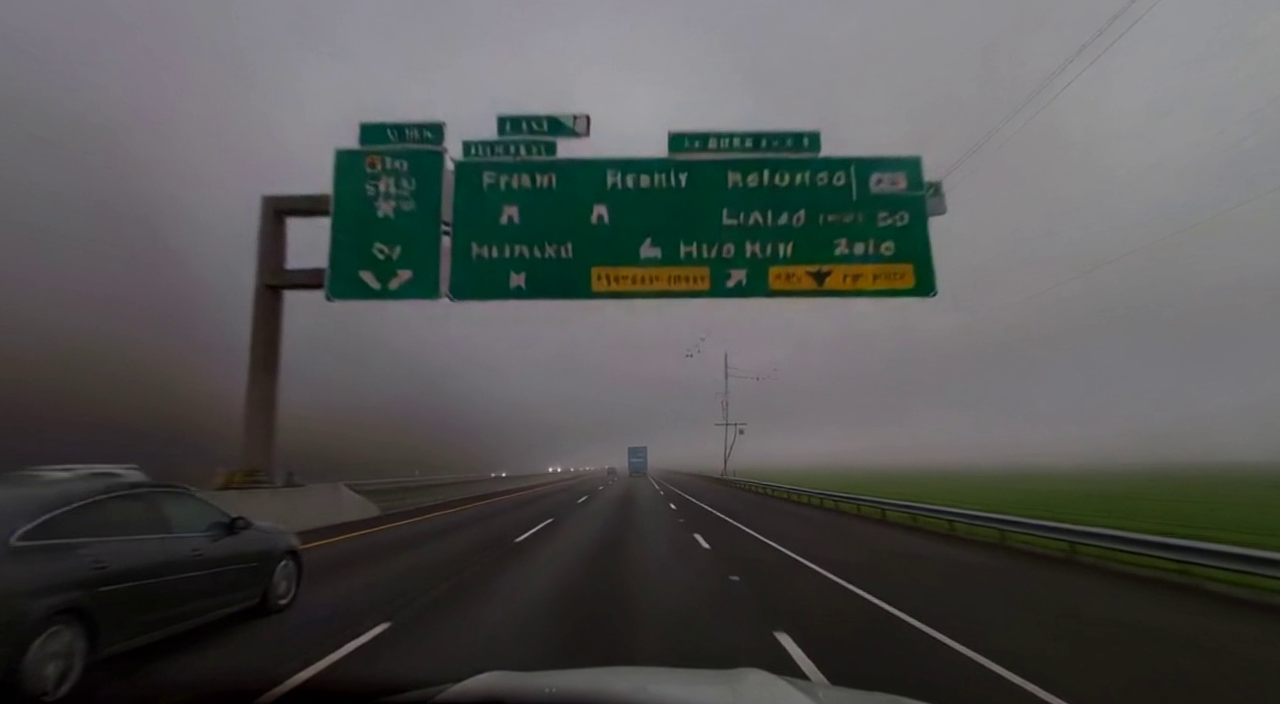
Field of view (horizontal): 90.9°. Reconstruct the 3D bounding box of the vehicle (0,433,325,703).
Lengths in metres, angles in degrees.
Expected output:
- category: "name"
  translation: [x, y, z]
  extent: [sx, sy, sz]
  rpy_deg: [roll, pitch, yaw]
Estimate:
- category: "vehicle"
  translation: [-4.013, 1.223, 3.566]
  extent: [2.000, 1.462, 4.721]
  rpy_deg: [1, -10, 0]
